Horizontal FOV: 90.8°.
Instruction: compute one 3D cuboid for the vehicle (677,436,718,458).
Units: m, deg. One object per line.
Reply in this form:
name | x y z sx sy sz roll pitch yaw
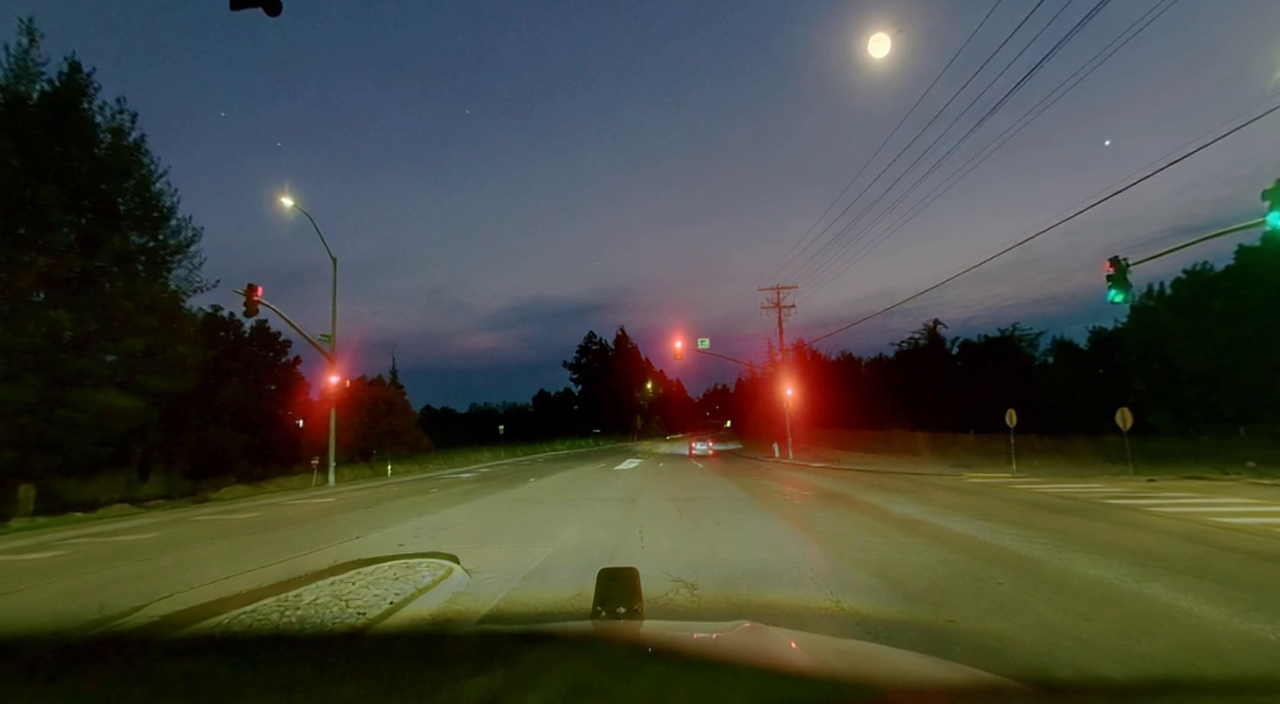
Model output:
vehicle | 4.087 6.864 45.703 2.067 1.490 4.884 1 -9 -6
